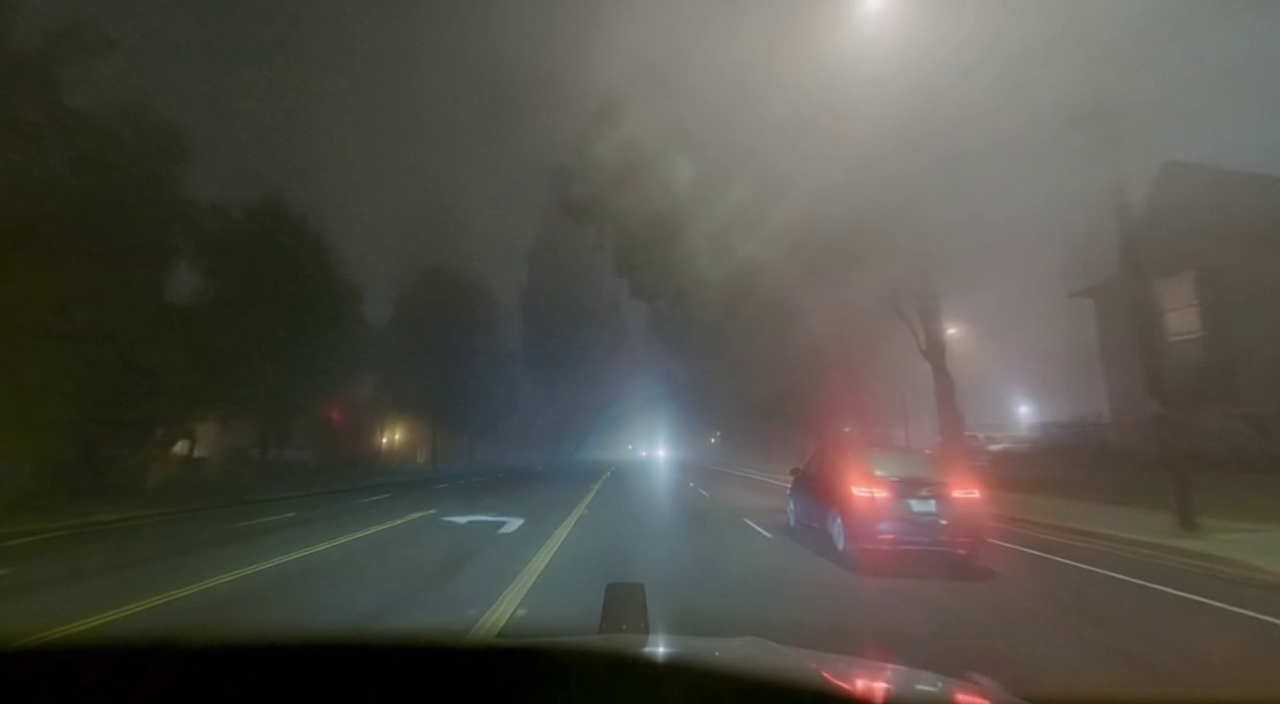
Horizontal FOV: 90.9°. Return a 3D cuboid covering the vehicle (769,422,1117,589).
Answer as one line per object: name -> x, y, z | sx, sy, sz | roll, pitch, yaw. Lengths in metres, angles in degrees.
vehicle -> 3.153, 1.689, 7.835 | 2.134, 1.476, 4.327 | 0, -8, 0
